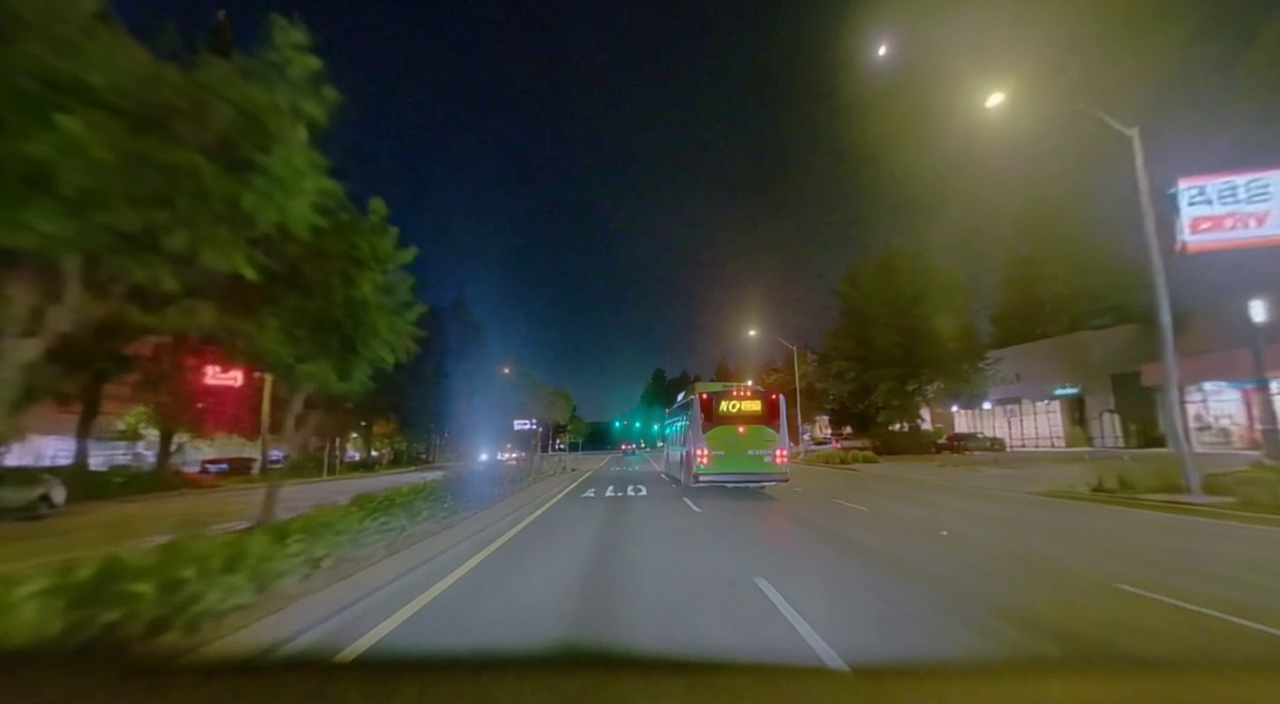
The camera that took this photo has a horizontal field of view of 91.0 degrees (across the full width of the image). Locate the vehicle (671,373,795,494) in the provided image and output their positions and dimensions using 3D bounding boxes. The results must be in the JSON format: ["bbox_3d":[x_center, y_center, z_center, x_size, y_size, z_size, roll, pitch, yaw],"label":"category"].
[{"bbox_3d":[2.776,2.912,21.993,2.766,3.306,9.281,0,-8,-1],"label":"vehicle"}]

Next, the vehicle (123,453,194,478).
[{"bbox_3d":[-36.963,8.706,48.467,1.941,1.761,4.272,0,-8,1],"label":"vehicle"}]

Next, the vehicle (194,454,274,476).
[{"bbox_3d":[-31.116,8.642,48.528,2.314,1.487,5.898,2,-9,-1],"label":"vehicle"}]

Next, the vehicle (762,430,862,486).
[{"bbox_3d":[5.983,3.744,22.534,2.129,1.754,4.668,0,-8,-2],"label":"vehicle"}]

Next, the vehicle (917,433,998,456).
[{"bbox_3d":[21.580,6.309,42.844,4.589,1.480,1.979,1,-9,-10],"label":"vehicle"}]

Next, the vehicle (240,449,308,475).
[{"bbox_3d":[-28.481,8.550,49.195,2.181,1.901,5.196,0,-8,1],"label":"vehicle"}]

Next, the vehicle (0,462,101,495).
[{"bbox_3d":[-31.725,6.593,32.897,1.983,1.531,5.126,-8,-12,44],"label":"vehicle"}]
